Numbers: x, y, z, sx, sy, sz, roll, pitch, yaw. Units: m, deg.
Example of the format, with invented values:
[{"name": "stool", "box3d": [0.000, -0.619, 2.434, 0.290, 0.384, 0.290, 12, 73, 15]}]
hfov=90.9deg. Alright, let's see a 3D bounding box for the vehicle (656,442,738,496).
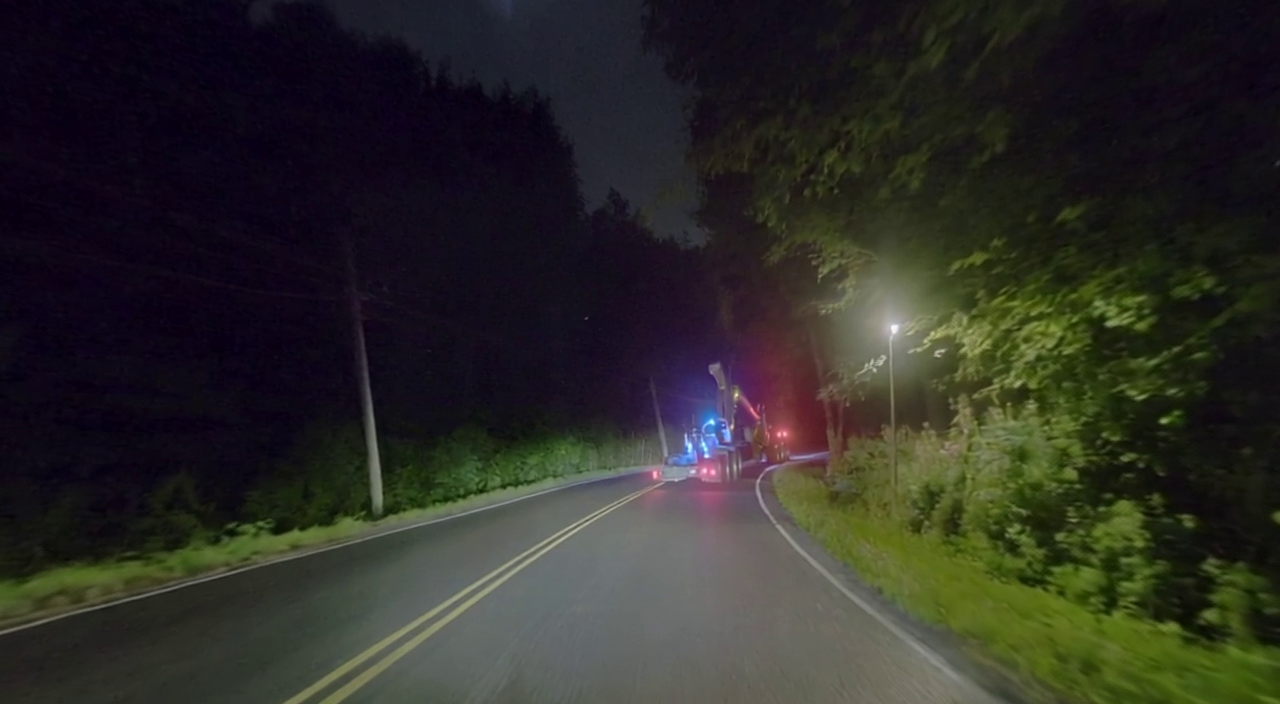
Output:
[{"name": "vehicle", "box3d": [1.875, 3.537, 19.432, 2.196, 1.465, 4.294, -1, -9, 9]}]
